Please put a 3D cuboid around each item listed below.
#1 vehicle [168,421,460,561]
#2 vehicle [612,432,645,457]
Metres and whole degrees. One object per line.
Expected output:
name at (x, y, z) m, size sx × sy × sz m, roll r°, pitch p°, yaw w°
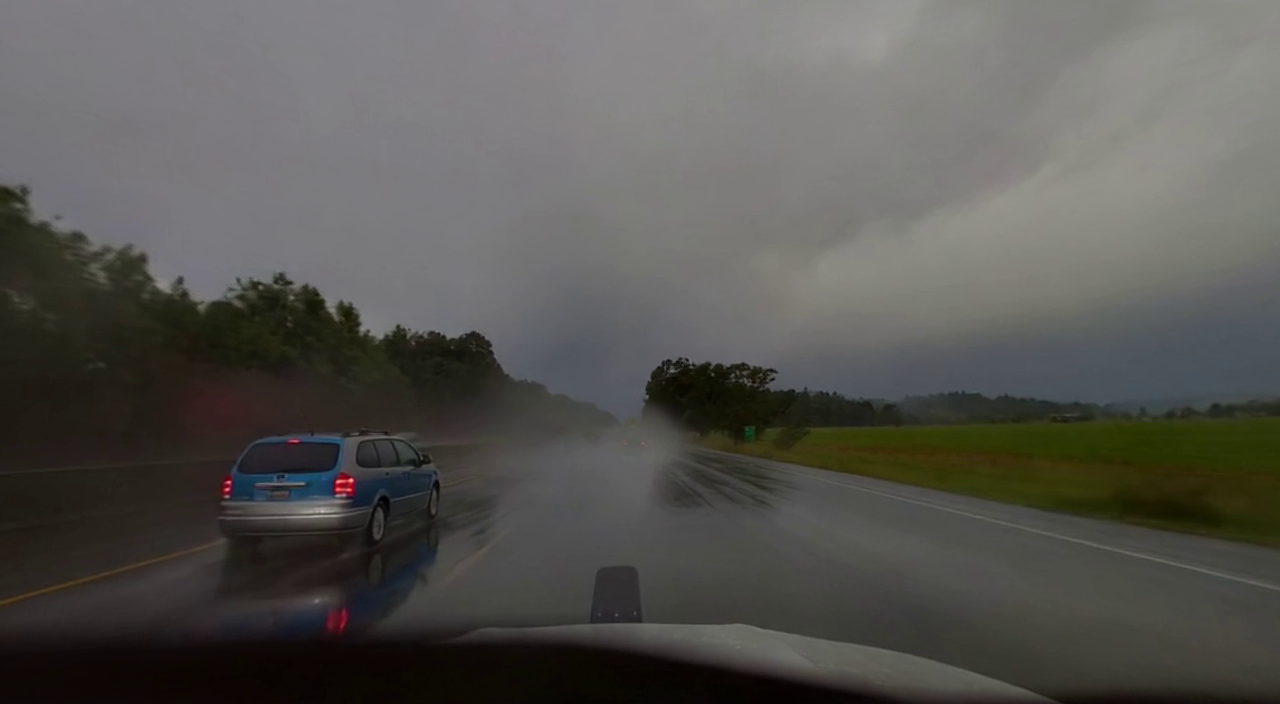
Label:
vehicle at (-4.089, 1.767, 8.858) m, size 1.931 × 1.483 × 4.105 m, roll 0°, pitch -8°, yaw -1°
vehicle at (-0.787, 6.349, 43.456) m, size 2.162 × 1.616 × 4.242 m, roll 0°, pitch -8°, yaw 0°
